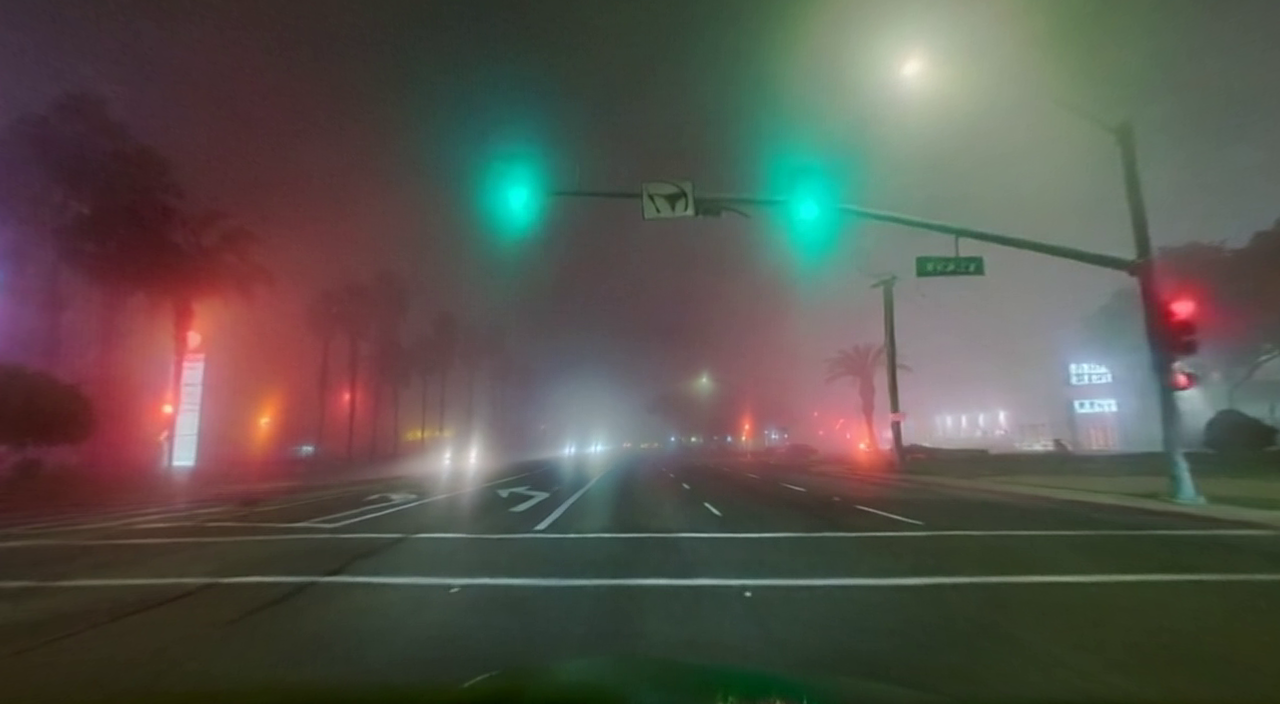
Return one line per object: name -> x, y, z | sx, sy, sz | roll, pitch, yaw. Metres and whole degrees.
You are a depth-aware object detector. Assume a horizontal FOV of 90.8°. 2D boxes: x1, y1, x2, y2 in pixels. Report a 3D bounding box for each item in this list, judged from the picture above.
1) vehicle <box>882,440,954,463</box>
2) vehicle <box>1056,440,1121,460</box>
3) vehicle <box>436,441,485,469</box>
vehicle -> 21.621, 7.712, 49.192 | 4.620, 1.475, 1.904 | -3, -9, -3
vehicle -> 34.892, 7.637, 49.234 | 3.698, 1.478, 1.811 | 0, -8, -4
vehicle -> -13.382, 7.704, 47.489 | 2.237, 1.950, 5.039 | 0, -8, -1
